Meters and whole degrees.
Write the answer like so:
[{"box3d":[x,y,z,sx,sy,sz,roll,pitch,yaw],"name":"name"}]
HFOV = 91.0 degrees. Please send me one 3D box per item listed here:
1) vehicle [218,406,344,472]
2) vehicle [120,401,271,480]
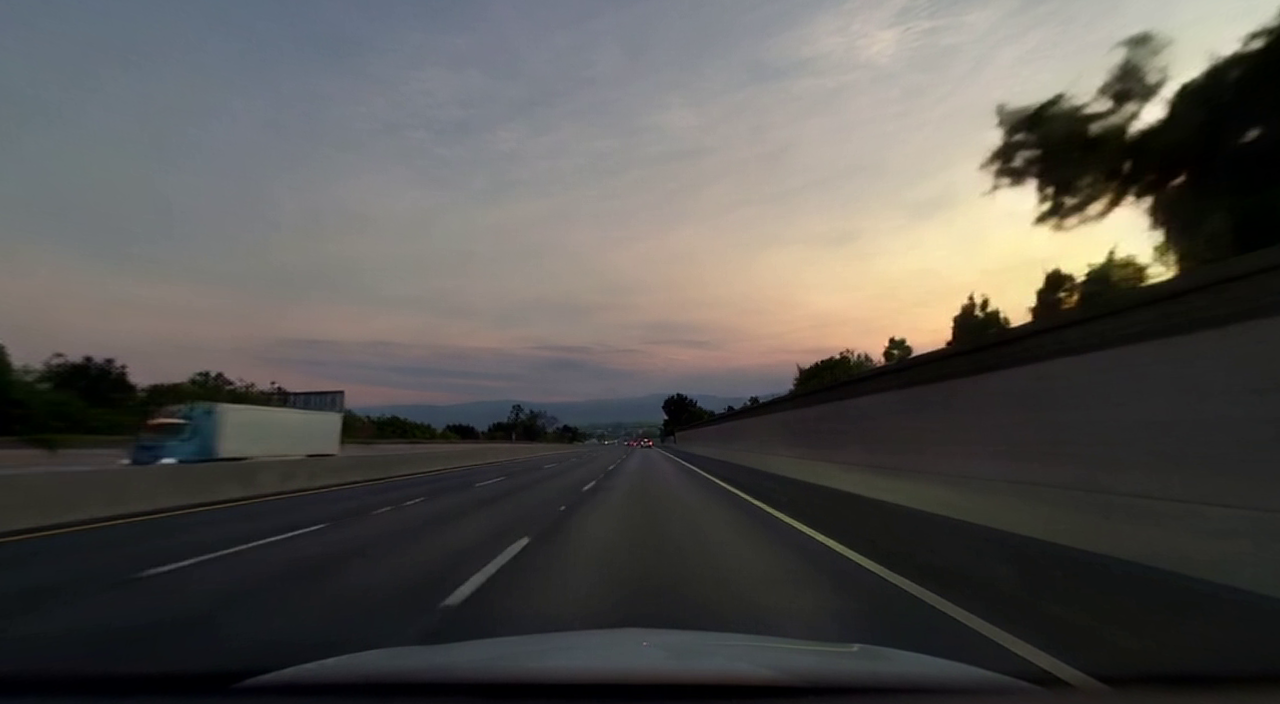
[{"box3d":[-22.504,5.546,40.194,2.892,3.760,8.321,0,-8,2],"name":"vehicle"},{"box3d":[-22.589,4.565,32.480,3.022,3.619,6.249,0,-8,1],"name":"vehicle"}]
